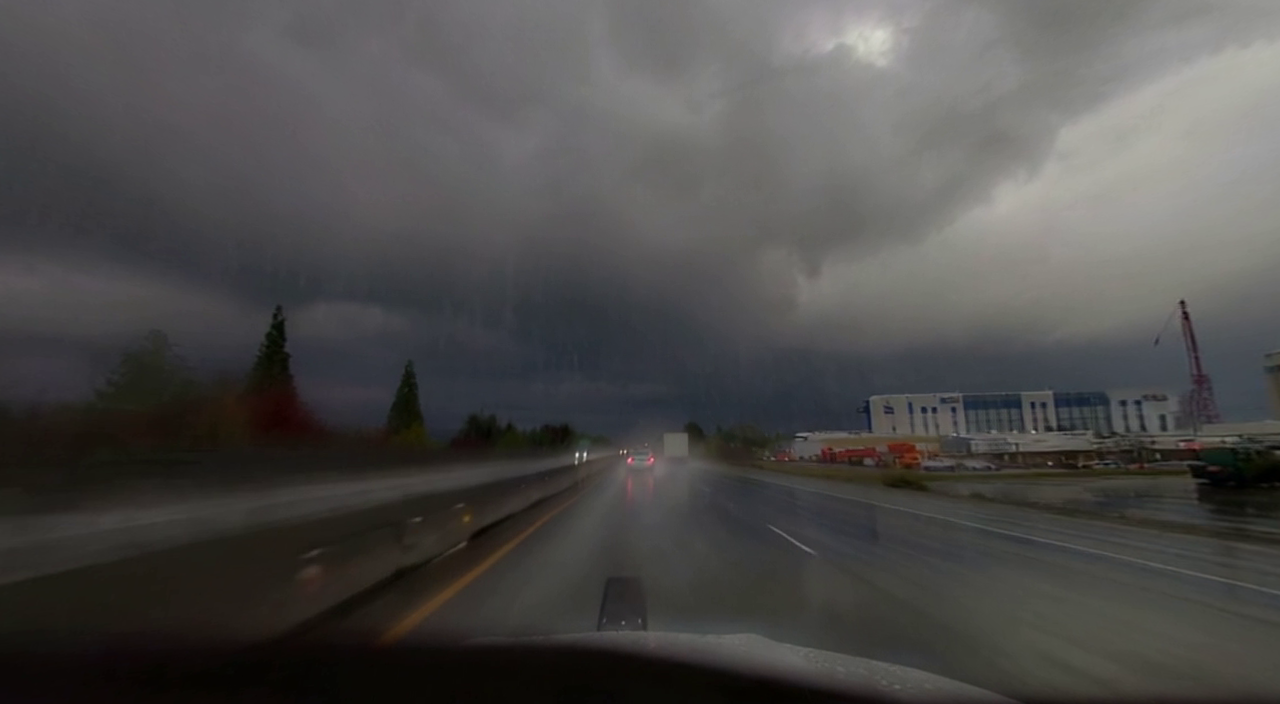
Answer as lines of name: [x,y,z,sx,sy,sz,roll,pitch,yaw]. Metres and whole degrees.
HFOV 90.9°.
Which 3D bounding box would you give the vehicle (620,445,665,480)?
vehicle: [0.103,5.296,30.416,2.045,1.527,4.023,0,-9,0]
